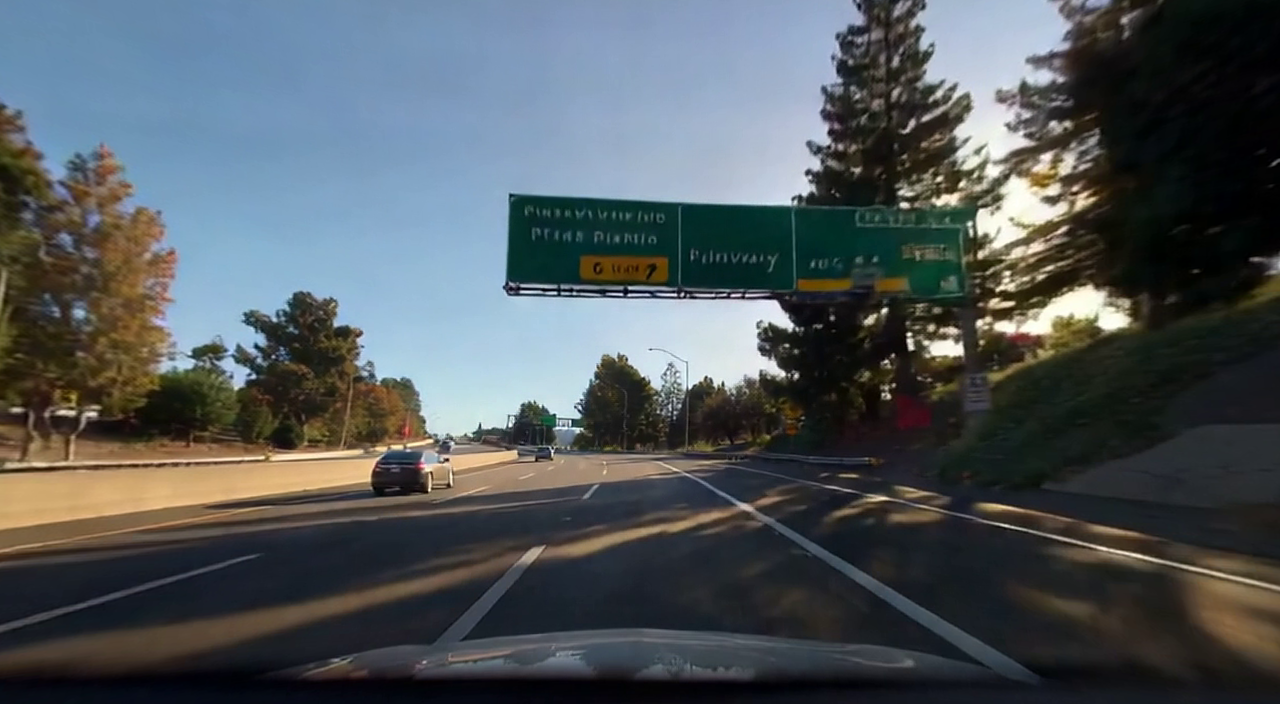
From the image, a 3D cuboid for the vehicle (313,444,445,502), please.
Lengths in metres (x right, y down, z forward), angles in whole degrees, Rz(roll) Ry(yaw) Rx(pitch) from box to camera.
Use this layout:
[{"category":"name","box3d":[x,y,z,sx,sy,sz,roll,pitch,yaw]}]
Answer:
[{"category":"vehicle","box3d":[-7.530,3.493,18.750,2.025,1.494,4.495,0,-8,-1]}]
